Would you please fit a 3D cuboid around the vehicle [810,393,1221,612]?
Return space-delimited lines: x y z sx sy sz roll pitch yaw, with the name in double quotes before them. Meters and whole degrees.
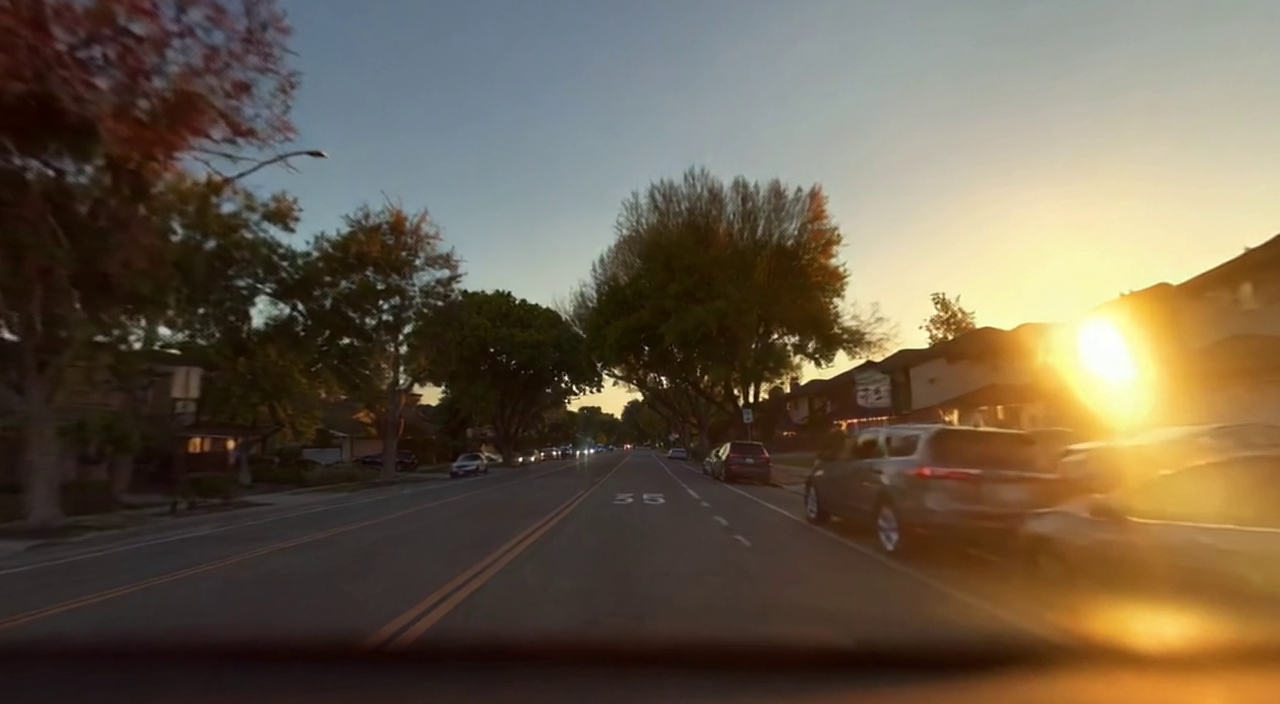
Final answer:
"vehicle" 3.969 1.679 8.039 2.169 1.914 4.791 0 -9 -1

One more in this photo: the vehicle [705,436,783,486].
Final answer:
"vehicle" 4.114 4.412 25.886 2.254 1.812 4.817 0 -9 -1

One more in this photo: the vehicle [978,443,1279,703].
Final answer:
"vehicle" 4.062 1.181 3.099 2.087 1.454 4.914 0 -8 0

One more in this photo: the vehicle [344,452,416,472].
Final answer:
"vehicle" -19.238 8.147 46.878 4.530 1.477 1.843 0 -9 -1

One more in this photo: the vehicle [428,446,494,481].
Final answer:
"vehicle" -10.737 6.693 38.302 2.338 1.871 5.795 -3 -9 0
